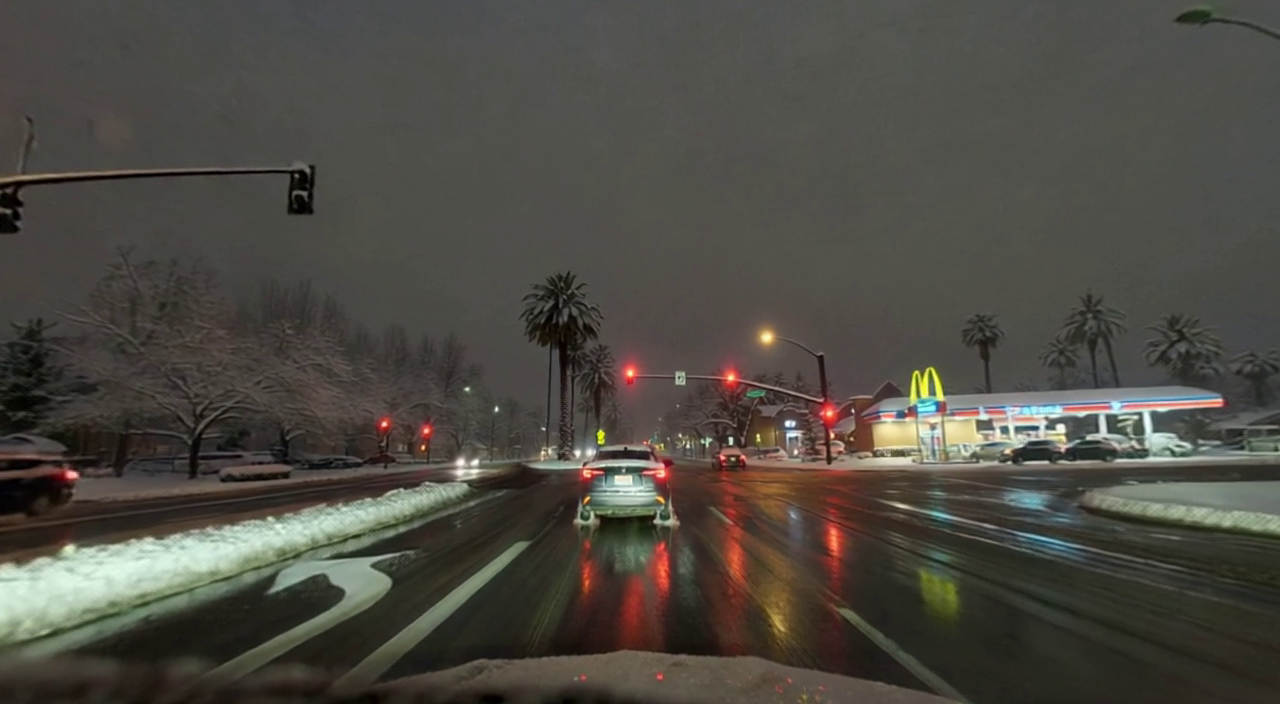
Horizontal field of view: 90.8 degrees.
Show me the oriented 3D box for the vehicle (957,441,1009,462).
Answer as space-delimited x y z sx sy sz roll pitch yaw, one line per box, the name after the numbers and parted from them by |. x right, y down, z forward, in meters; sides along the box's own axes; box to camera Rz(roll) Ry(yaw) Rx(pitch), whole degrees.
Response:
26.568 7.722 49.044 1.923 1.501 3.849 -1 -8 2 | vehicle

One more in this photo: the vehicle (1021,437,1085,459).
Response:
32.028 7.433 49.146 1.903 1.630 4.320 0 -8 -1 | vehicle

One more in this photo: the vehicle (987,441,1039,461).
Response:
29.035 7.708 49.269 1.848 1.467 3.941 -1 -8 4 | vehicle

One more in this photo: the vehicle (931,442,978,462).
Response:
24.488 7.787 49.285 1.738 1.462 3.609 0 -8 0 | vehicle

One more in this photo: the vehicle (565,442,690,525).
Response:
-0.216 2.728 13.807 2.270 1.475 4.571 0 -8 0 | vehicle

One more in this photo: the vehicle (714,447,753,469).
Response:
6.650 7.612 45.480 2.017 1.491 4.420 0 -8 -2 | vehicle
